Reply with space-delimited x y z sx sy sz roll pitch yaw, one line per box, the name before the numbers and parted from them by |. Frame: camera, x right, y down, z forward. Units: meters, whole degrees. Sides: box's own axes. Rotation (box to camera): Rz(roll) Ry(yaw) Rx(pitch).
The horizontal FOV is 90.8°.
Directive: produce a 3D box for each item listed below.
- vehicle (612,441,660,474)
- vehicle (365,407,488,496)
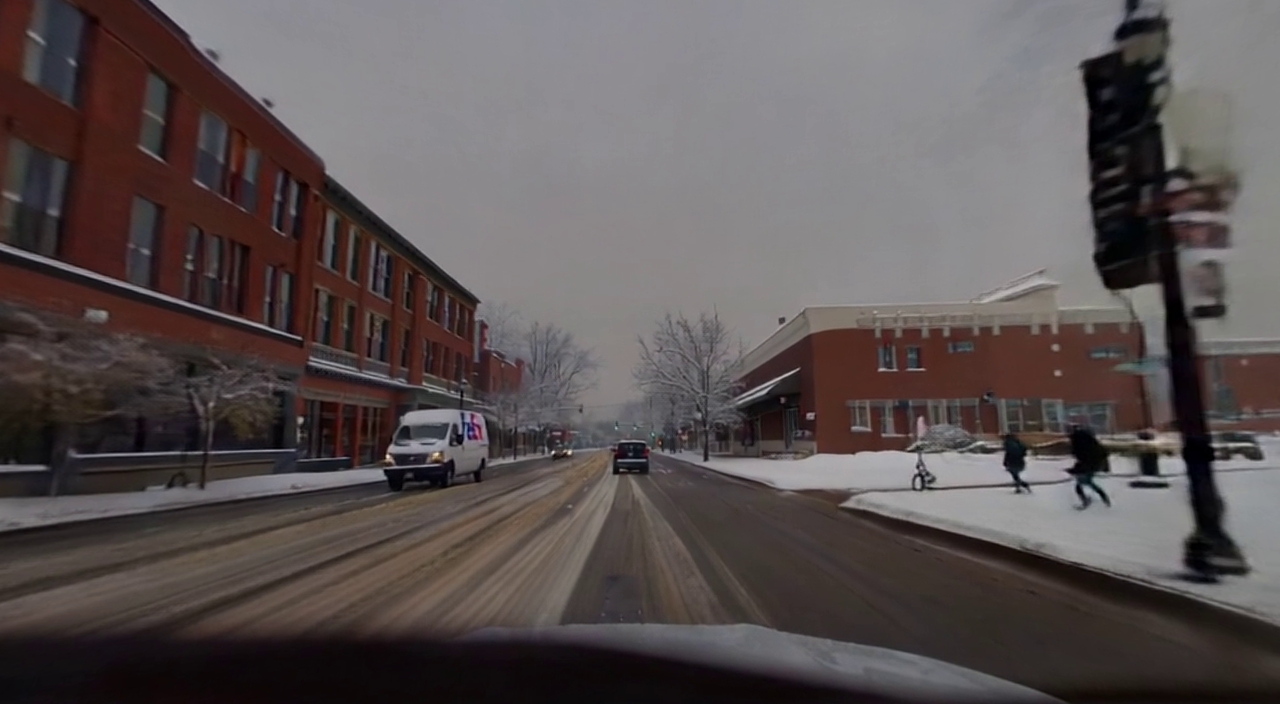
vehicle | -0.266 5.527 33.349 2.356 1.572 4.810 0 -8 -2
vehicle | -7.059 3.376 21.773 2.418 2.620 5.522 -1 -8 -1
